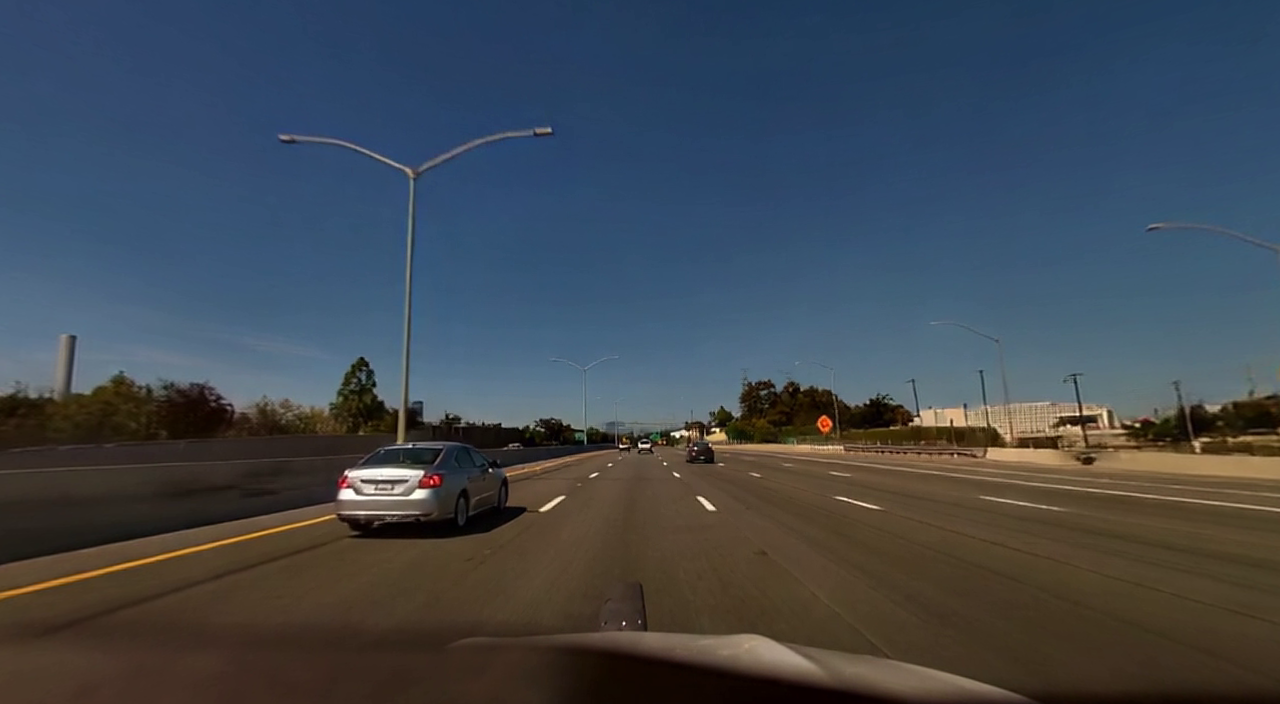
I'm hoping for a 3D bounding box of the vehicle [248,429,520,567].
[{"bbox_3d":[-3.294,1.959,9.380,1.979,1.505,4.705,0,-8,1],"label":"vehicle"}]

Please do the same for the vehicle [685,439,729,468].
[{"bbox_3d":[3.682,5.663,35.463,1.949,1.515,4.374,0,-8,-1],"label":"vehicle"}]
